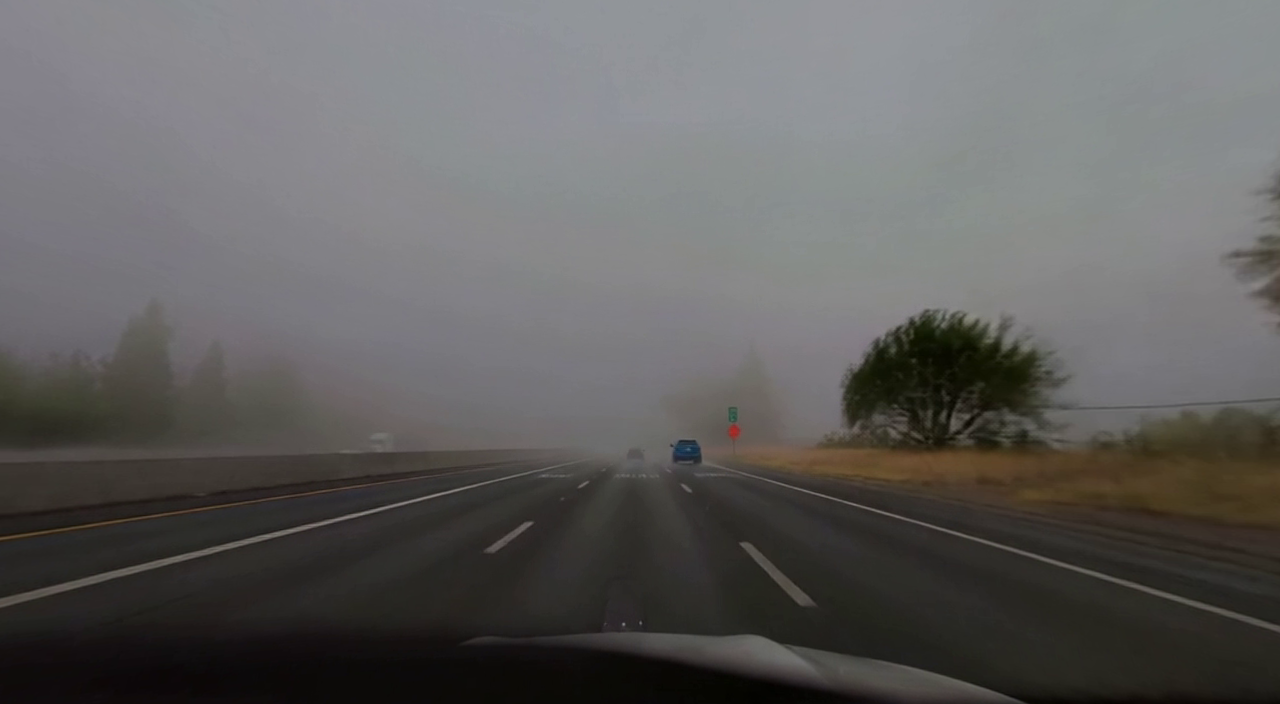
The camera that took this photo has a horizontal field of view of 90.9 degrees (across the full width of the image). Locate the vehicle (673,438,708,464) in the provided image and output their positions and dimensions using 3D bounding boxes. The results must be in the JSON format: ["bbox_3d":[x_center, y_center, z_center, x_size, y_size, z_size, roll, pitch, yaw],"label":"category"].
[{"bbox_3d":[3.878,7.679,49.055,2.172,1.930,4.879,0,-8,-2],"label":"vehicle"}]
